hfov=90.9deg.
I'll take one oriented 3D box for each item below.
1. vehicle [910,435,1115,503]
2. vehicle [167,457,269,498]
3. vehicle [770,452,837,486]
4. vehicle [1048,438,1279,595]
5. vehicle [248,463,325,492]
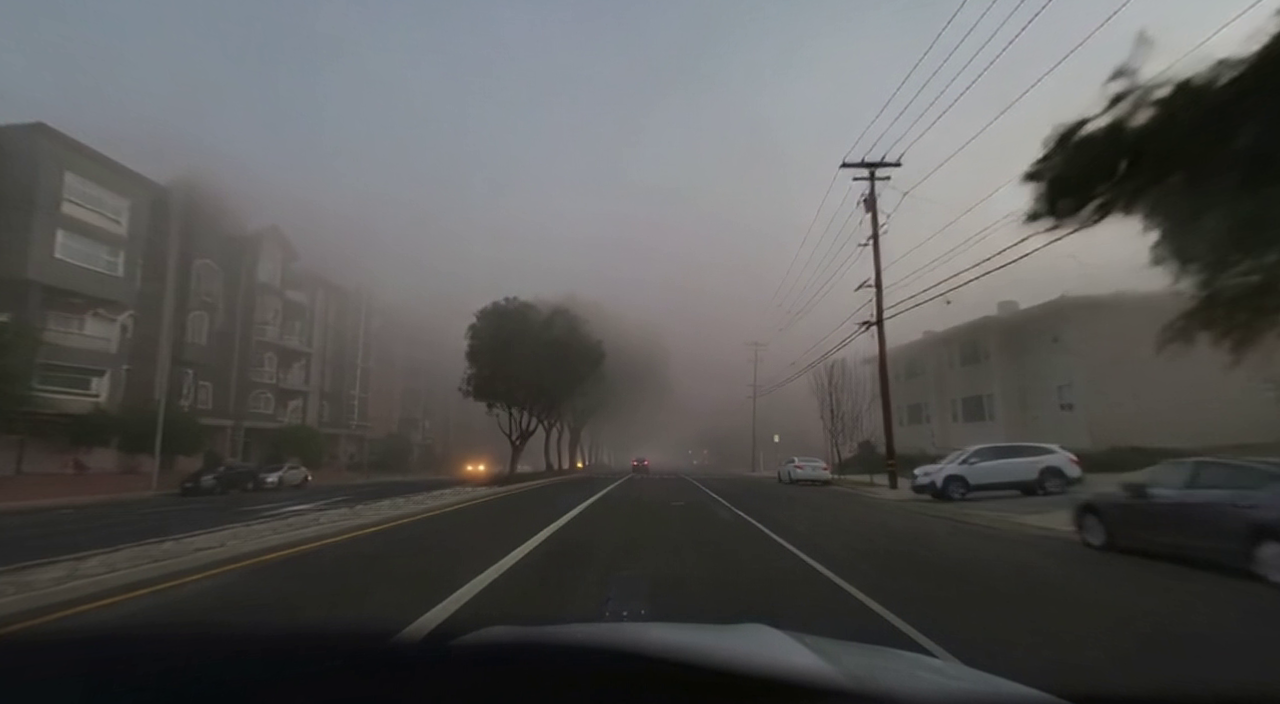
[{"bbox_3d":[9.922,3.145,17.123,4.194,1.682,2.061,-1,-8,2],"label":"vehicle"},{"bbox_3d":[-21.686,6.438,32.688,1.895,1.798,4.703,-1,-8,2],"label":"vehicle"},{"bbox_3d":[7.805,5.595,30.489,1.986,1.467,4.412,0,-8,-1],"label":"vehicle"},{"bbox_3d":[7.143,1.760,7.324,1.927,1.494,4.362,0,-8,1],"label":"vehicle"},{"bbox_3d":[-21.606,7.657,38.800,1.906,1.487,4.773,-1,-8,1],"label":"vehicle"}]
